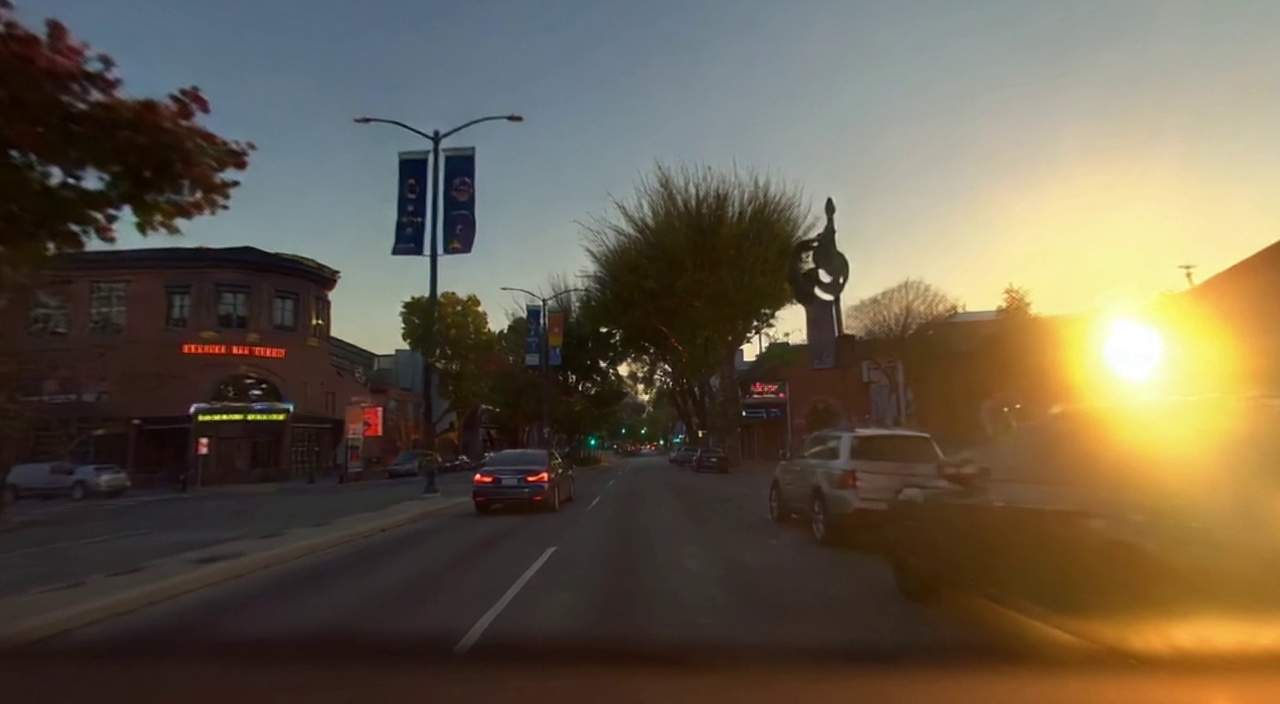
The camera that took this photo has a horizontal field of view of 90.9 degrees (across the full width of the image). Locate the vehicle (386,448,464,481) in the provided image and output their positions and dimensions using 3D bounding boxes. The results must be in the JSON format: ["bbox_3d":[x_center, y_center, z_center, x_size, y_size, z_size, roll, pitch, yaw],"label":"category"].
[{"bbox_3d":[-12.323,6.360,35.985,4.737,1.741,2.092,-8,-11,42],"label":"vehicle"}]

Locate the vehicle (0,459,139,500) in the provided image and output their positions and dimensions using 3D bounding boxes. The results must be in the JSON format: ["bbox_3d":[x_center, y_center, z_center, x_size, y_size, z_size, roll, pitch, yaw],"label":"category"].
[{"bbox_3d":[-23.732,5.246,26.029,4.358,1.522,1.970,-1,-8,2],"label":"vehicle"}]

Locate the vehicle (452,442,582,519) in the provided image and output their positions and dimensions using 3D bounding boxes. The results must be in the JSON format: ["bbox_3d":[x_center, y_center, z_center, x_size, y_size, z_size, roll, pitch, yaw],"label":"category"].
[{"bbox_3d":[-2.563,2.794,14.307,2.030,1.436,4.388,-1,-8,1],"label":"vehicle"}]

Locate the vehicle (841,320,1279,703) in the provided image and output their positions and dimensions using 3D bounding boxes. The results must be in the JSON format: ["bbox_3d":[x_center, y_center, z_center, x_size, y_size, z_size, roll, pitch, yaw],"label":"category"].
[{"bbox_3d":[3.065,1.050,3.881,1.997,1.773,4.657,0,-8,-1],"label":"vehicle"}]

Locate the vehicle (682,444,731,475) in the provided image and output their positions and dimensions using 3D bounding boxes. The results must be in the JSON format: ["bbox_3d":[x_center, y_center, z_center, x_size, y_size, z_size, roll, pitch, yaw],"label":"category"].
[{"bbox_3d":[3.396,5.564,32.983,1.950,1.462,4.807,0,-8,-1],"label":"vehicle"}]
